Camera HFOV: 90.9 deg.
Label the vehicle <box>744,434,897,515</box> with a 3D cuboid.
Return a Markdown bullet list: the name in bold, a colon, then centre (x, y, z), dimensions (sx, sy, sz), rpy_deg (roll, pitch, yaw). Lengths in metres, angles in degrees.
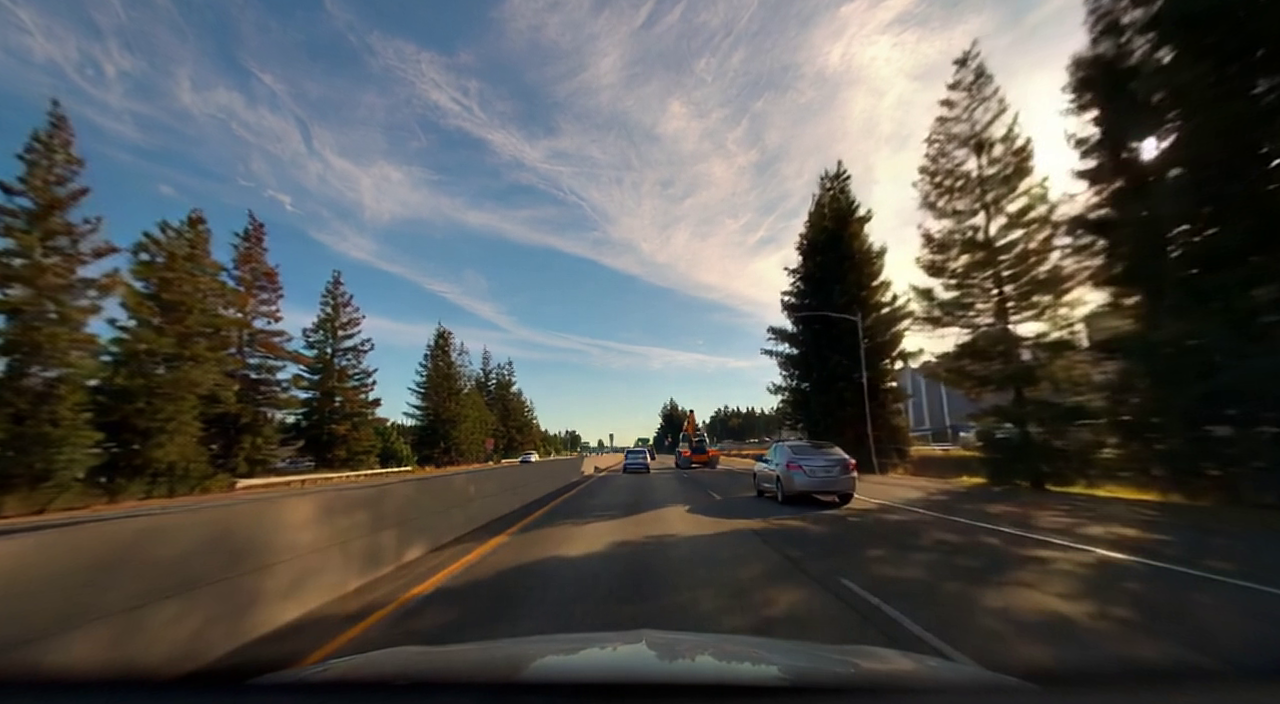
- **vehicle**: centre (3.754, 2.635, 13.980), dimensions (2.168, 1.529, 3.883), rpy_deg (0, -9, -1)

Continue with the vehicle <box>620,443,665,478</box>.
- **vehicle**: centre (0.082, 5.246, 30.675), dimensions (2.045, 1.527, 4.023), rpy_deg (0, -9, -1)

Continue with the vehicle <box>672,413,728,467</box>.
- **vehicle**: centre (4.243, 6.528, 46.297), dimensions (3.089, 3.568, 8.101), rpy_deg (0, -9, -2)
